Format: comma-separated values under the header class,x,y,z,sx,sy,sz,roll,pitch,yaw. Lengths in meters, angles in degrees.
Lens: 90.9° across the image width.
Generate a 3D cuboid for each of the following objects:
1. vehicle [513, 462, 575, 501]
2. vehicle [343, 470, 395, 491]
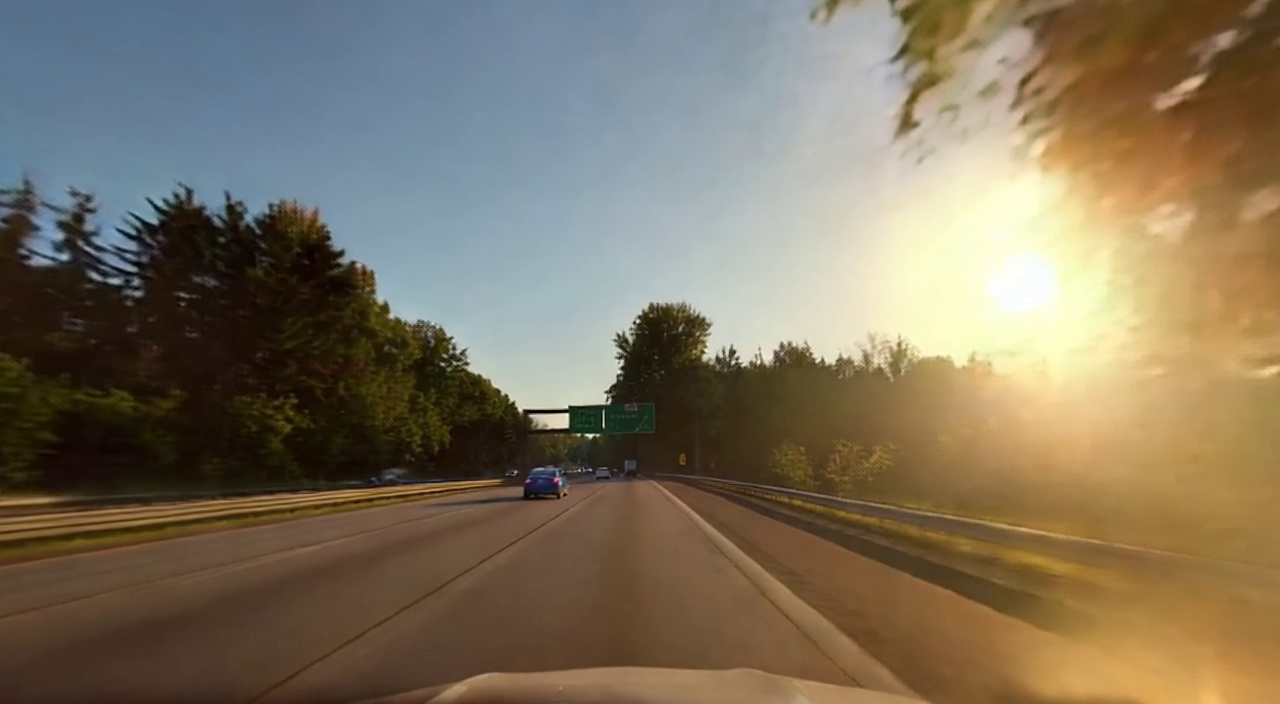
class,x,y,z,sx,sy,sz,roll,pitch,yaw
vehicle,-4.039,5.545,27.131,1.954,1.509,4.094,1,-11,1
vehicle,-20.533,9.758,47.907,1.800,1.469,4.703,1,-10,0
